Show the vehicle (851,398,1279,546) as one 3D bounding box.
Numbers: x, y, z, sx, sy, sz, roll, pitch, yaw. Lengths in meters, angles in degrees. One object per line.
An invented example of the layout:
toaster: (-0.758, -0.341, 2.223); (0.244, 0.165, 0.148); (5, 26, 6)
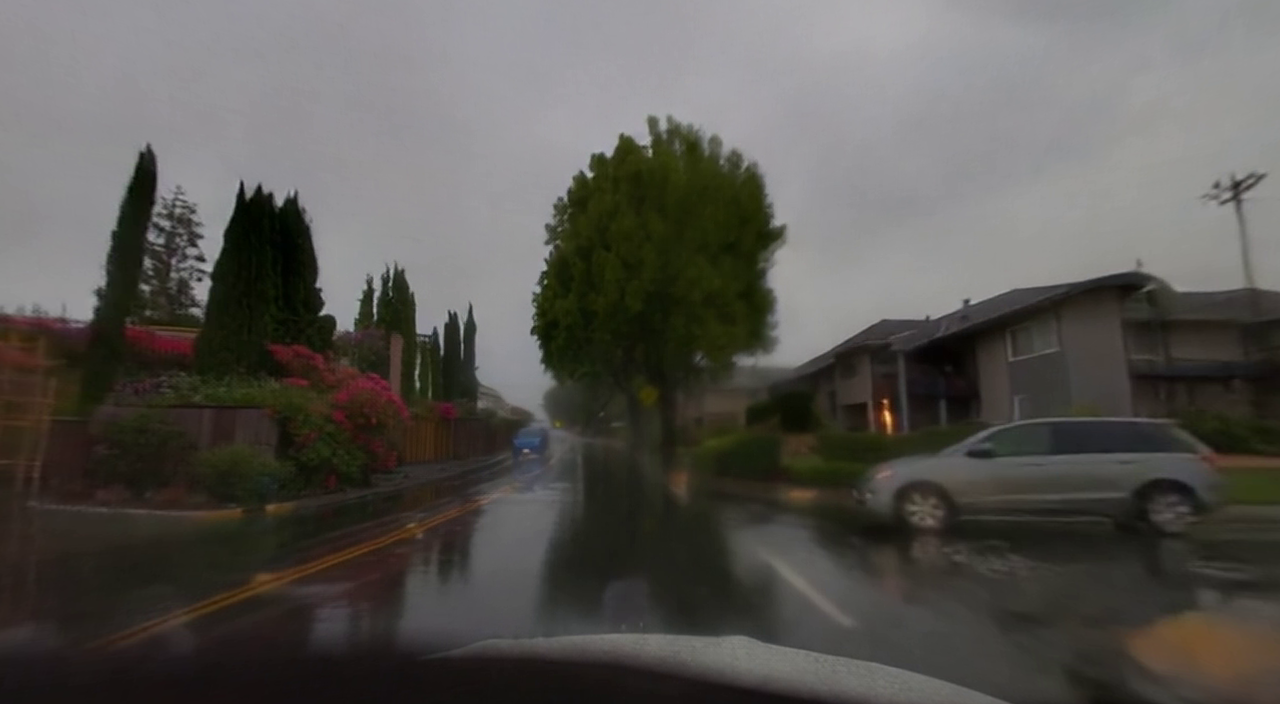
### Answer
vehicle: (4.813, 1.431, 7.733); (3.772, 1.531, 1.949); (-1, -9, 3)

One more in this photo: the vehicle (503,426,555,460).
vehicle: (-5.650, 4.722, 32.578); (2.036, 1.657, 4.391); (0, -9, -2)
